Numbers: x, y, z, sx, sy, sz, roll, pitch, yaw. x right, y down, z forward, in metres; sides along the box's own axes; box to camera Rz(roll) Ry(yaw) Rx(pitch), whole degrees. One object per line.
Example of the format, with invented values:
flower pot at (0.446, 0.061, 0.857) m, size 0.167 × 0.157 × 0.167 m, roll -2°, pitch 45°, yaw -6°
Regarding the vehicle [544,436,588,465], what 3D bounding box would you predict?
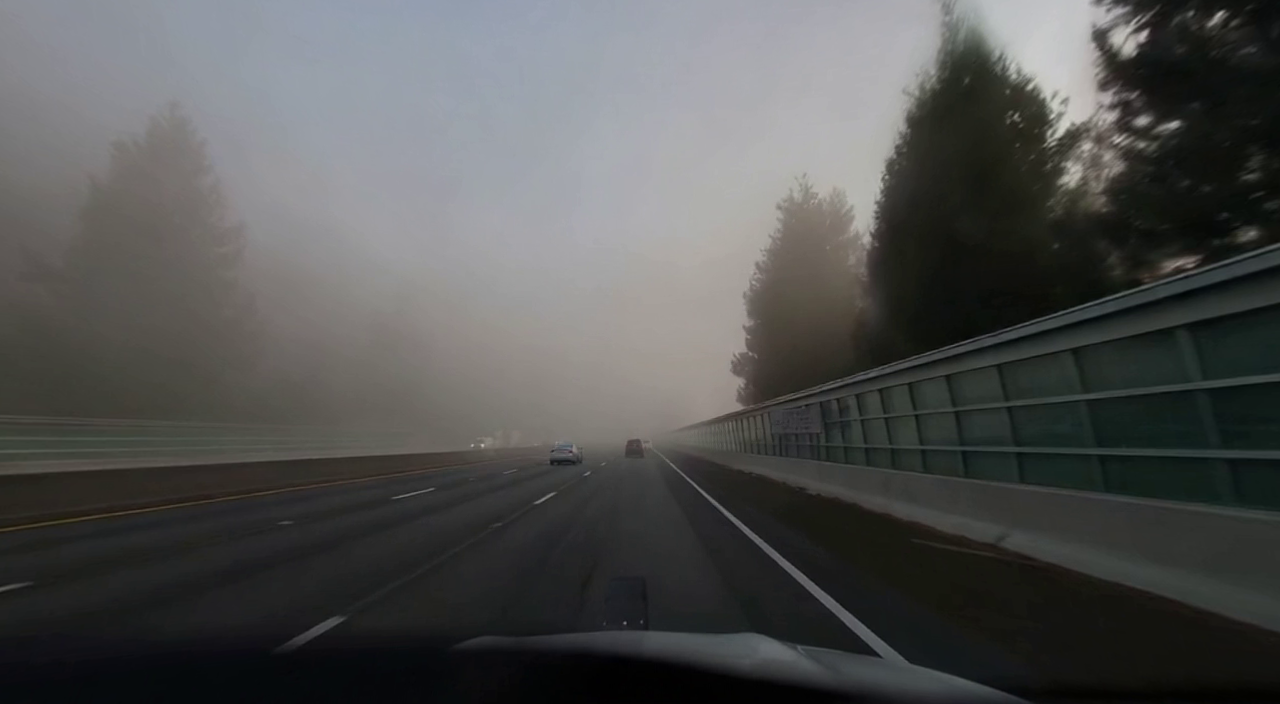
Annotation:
vehicle at (-4.224, 5.726, 36.547) m, size 2.063 × 1.598 × 4.189 m, roll 0°, pitch -8°, yaw 0°
